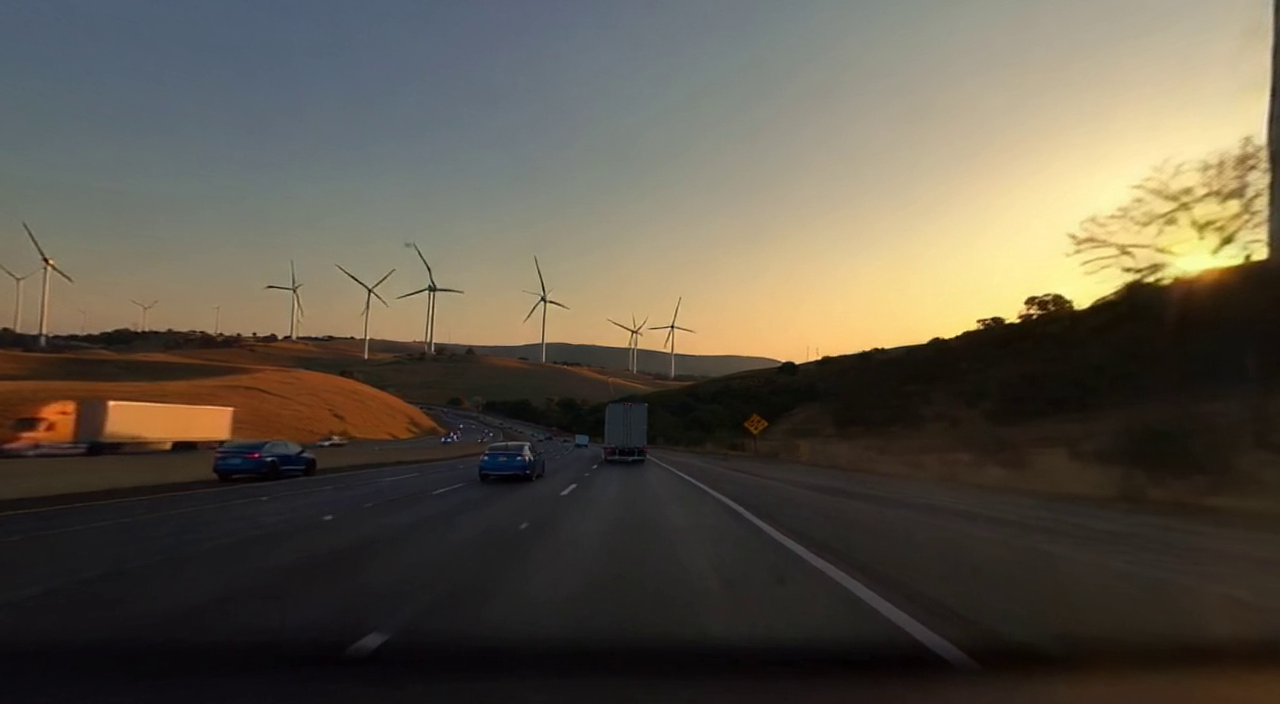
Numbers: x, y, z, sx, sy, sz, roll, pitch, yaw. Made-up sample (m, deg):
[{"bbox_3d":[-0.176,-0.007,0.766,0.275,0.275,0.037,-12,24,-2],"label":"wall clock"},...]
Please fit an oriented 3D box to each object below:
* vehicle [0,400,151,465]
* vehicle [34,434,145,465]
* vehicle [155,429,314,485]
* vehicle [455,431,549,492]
[{"bbox_3d":[-37.781,5.508,42.497,3.004,3.920,8.026,0,-8,-3],"label":"vehicle"},{"bbox_3d":[-29.437,5.245,33.808,1.949,1.537,4.581,0,-8,-2],"label":"vehicle"},{"bbox_3d":[-14.945,3.910,23.708,2.285,1.835,5.672,0,-8,-1],"label":"vehicle"},{"bbox_3d":[-4.142,3.332,19.507,2.109,1.684,3.783,0,-8,-1],"label":"vehicle"}]
